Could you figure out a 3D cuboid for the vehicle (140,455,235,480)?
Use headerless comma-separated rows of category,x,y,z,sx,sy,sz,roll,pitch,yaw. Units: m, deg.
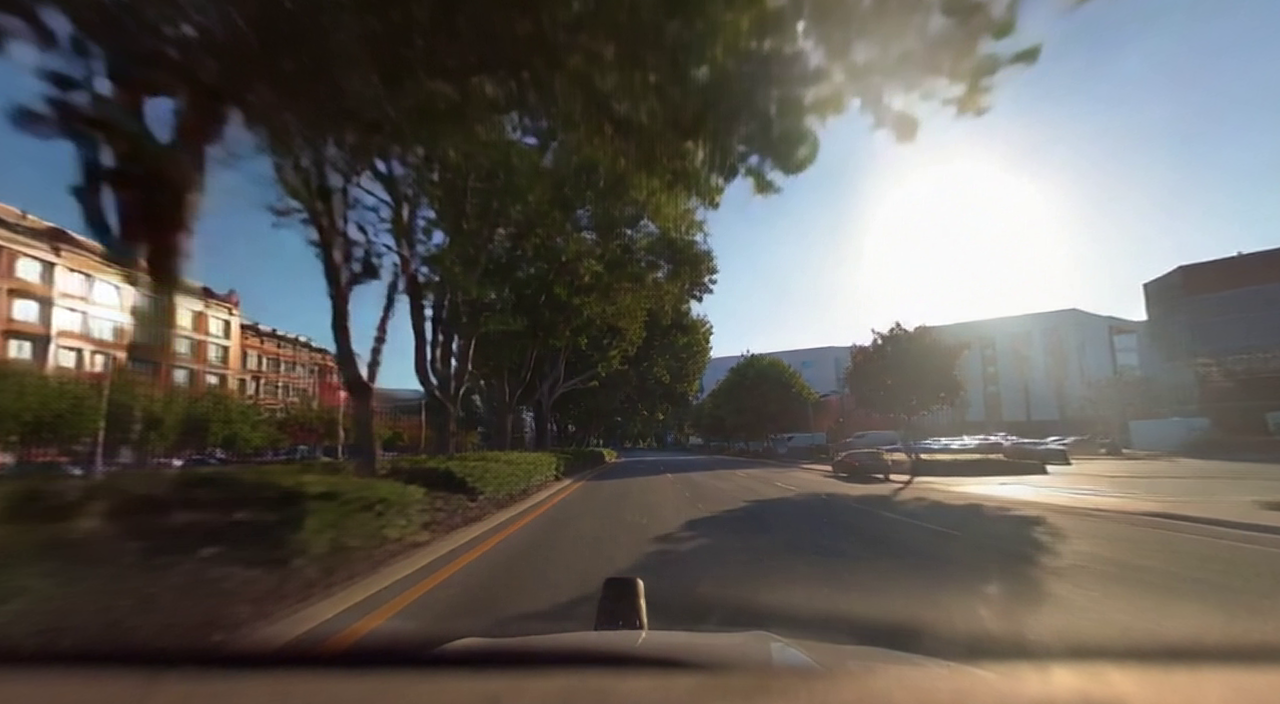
vehicle,-30.796,7.878,42.905,4.920,1.475,1.984,-1,-7,-1

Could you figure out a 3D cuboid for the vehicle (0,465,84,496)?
vehicle,-30.635,6.489,31.789,3.440,1.394,1.613,0,-8,-1

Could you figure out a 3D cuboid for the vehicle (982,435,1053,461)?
vehicle,26.191,6.704,43.873,1.985,1.723,4.672,0,-9,0

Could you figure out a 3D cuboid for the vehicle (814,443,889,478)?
vehicle,10.073,5.165,30.359,2.013,1.551,4.460,1,-8,-1

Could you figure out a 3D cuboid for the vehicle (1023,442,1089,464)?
vehicle,29.072,7.048,44.132,1.931,1.408,3.757,1,-8,-2
